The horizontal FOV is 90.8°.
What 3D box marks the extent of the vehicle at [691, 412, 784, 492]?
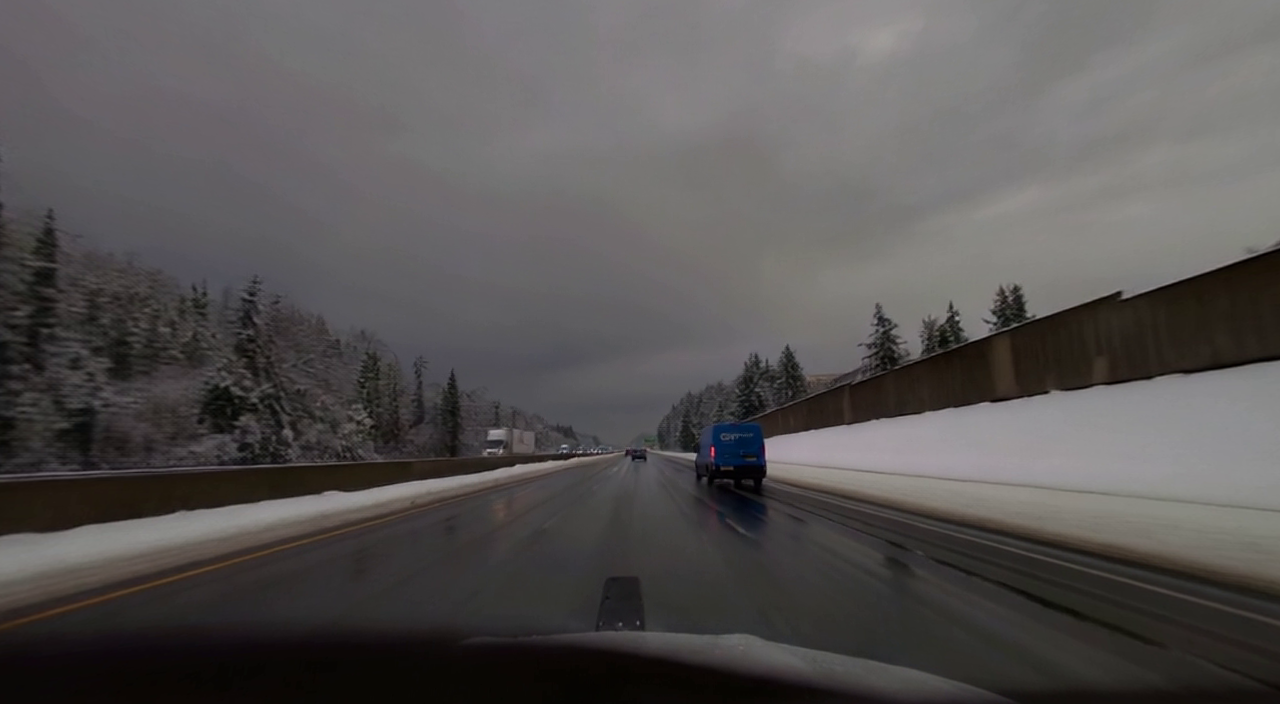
[{"bbox_3d":[3.411,3.726,23.549,2.373,2.561,5.922,0,-9,-2],"label":"vehicle"}]
